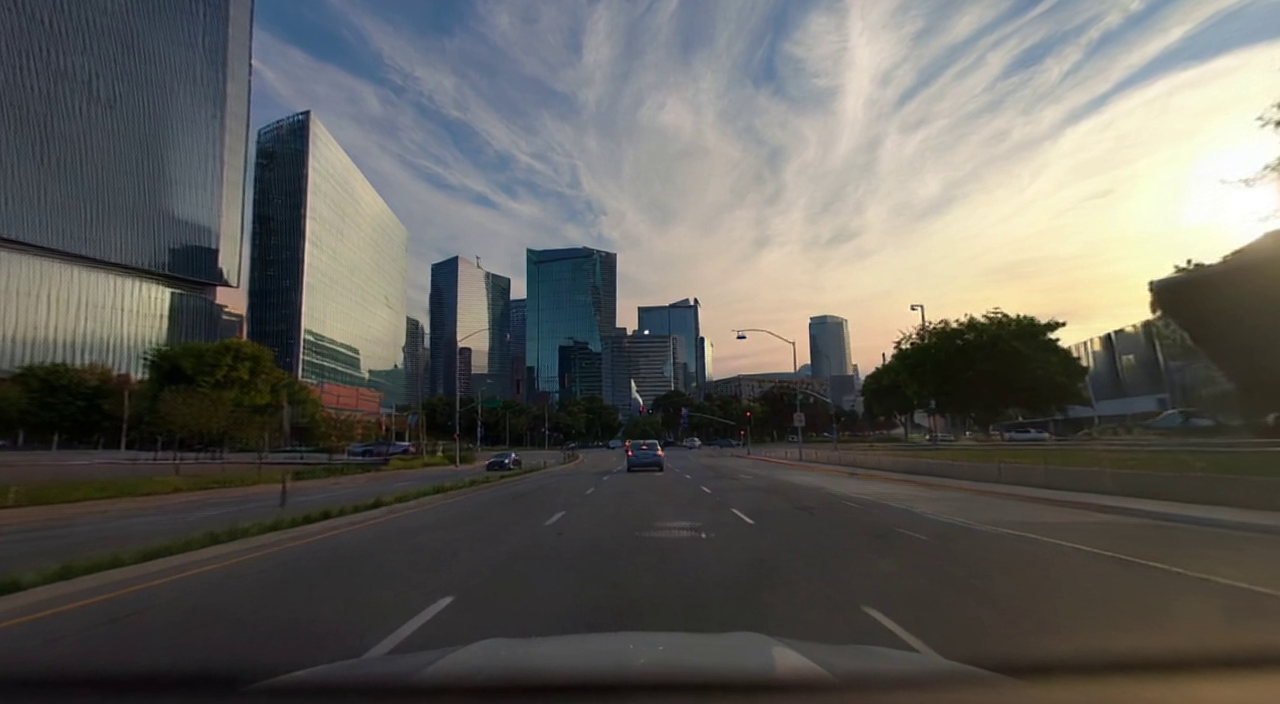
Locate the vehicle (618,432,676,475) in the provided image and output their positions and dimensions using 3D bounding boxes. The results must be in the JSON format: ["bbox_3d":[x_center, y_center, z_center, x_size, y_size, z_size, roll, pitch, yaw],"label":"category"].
[{"bbox_3d":[0.294,4.905,30.491,2.601,1.878,4.535,0,-9,0],"label":"vehicle"}]

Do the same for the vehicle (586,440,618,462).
[{"bbox_3d":[-2.908,7.677,48.881,2.103,1.569,3.861,0,-9,2],"label":"vehicle"}]

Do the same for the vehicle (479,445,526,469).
[{"bbox_3d":[-9.665,7.394,44.575,1.967,1.552,4.536,-1,-9,4],"label":"vehicle"}]
